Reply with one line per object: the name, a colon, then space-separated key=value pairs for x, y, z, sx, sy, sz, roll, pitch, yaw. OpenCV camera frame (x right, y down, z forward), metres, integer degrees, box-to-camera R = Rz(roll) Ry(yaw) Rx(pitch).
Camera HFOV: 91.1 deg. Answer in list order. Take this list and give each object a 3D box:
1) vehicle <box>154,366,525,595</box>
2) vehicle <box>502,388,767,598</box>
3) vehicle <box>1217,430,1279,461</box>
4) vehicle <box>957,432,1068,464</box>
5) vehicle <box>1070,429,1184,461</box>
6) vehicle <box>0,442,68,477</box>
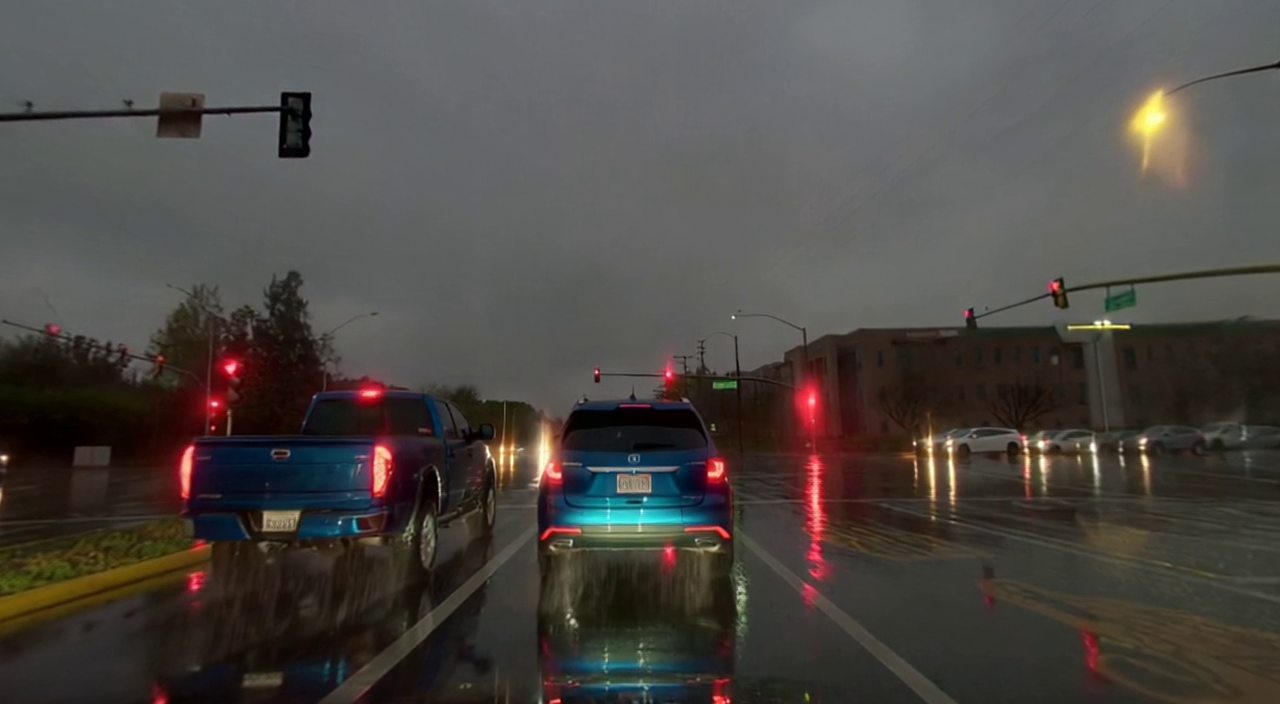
vehicle: x=-2.966 y=1.429 z=7.784 sx=2.220 sy=1.926 sz=4.870 roll=0 pitch=-8 yaw=-1
vehicle: x=-0.076 y=1.516 z=7.651 sx=2.204 sy=1.738 sz=4.690 roll=0 pitch=-8 yaw=-1
vehicle: x=37.009 y=5.437 z=36.602 sx=4.714 sy=1.754 sz=2.041 roll=0 pitch=-8 yaw=-2
vehicle: x=19.298 y=4.972 z=32.657 sx=4.624 sy=1.601 sz=1.871 roll=0 pitch=-8 yaw=-3
vehicle: x=27.928 y=5.328 z=36.105 sx=4.849 sy=1.759 sz=2.041 roll=0 pitch=-8 yaw=-2
vehicle: x=-32.190 y=5.397 z=31.732 sx=4.406 sy=1.682 sz=2.040 roll=0 pitch=-8 yaw=-2
